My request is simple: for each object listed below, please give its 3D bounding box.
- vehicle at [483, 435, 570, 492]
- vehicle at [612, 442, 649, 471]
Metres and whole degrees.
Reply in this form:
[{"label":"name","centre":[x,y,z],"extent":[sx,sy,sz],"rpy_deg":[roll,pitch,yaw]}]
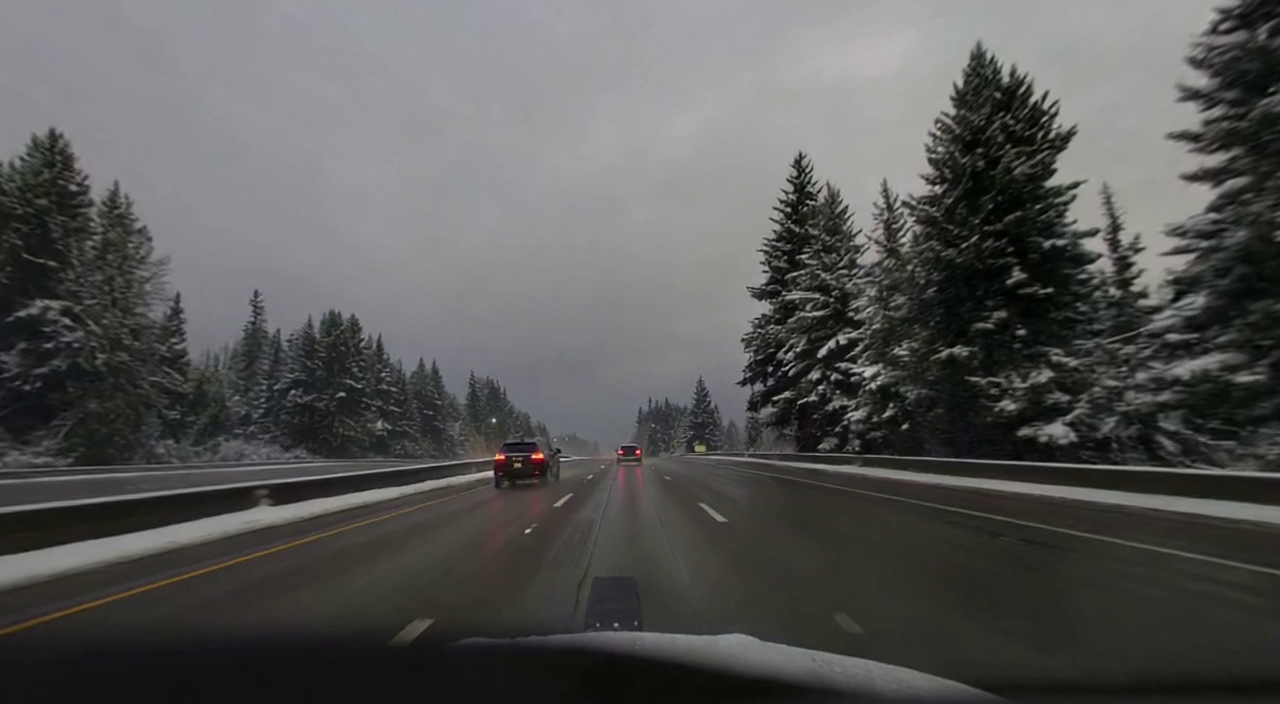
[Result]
[{"label":"vehicle","centre":[-3.808,3.825,21.987],"extent":[2.130,1.741,4.665],"rpy_deg":[0,-9,0]},{"label":"vehicle","centre":[-0.594,6.309,38.239],"extent":[2.130,1.684,3.826],"rpy_deg":[0,-8,-1]}]
